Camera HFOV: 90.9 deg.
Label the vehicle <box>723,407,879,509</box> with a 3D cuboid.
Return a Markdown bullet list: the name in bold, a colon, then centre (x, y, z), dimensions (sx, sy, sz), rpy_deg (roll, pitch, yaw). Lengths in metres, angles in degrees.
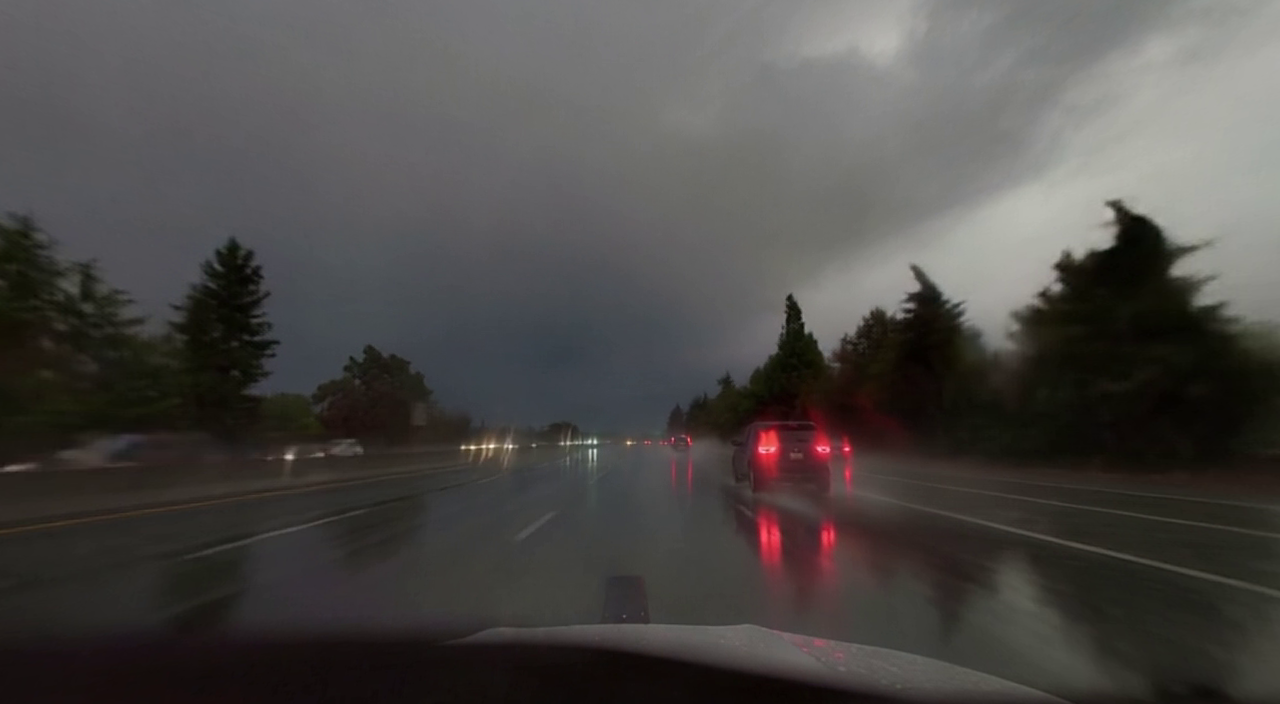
- **vehicle**: centre (3.499, 2.463, 15.102), dimensions (2.218, 1.964, 5.662), rpy_deg (0, -8, 0)

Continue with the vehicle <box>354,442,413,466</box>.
- **vehicle**: centre (-17.386, 6.901, 42.992), dimensions (1.944, 1.506, 4.693), rpy_deg (0, -8, 1)

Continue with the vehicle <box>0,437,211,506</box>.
- **vehicle**: centre (-13.768, 2.970, 16.274), dimensions (1.930, 1.493, 4.830), rpy_deg (0, -8, 1)

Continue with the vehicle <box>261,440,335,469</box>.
- **vehicle**: centre (-21.174, 6.344, 39.309), dimensions (1.977, 1.654, 4.622), rpy_deg (0, -8, 1)
